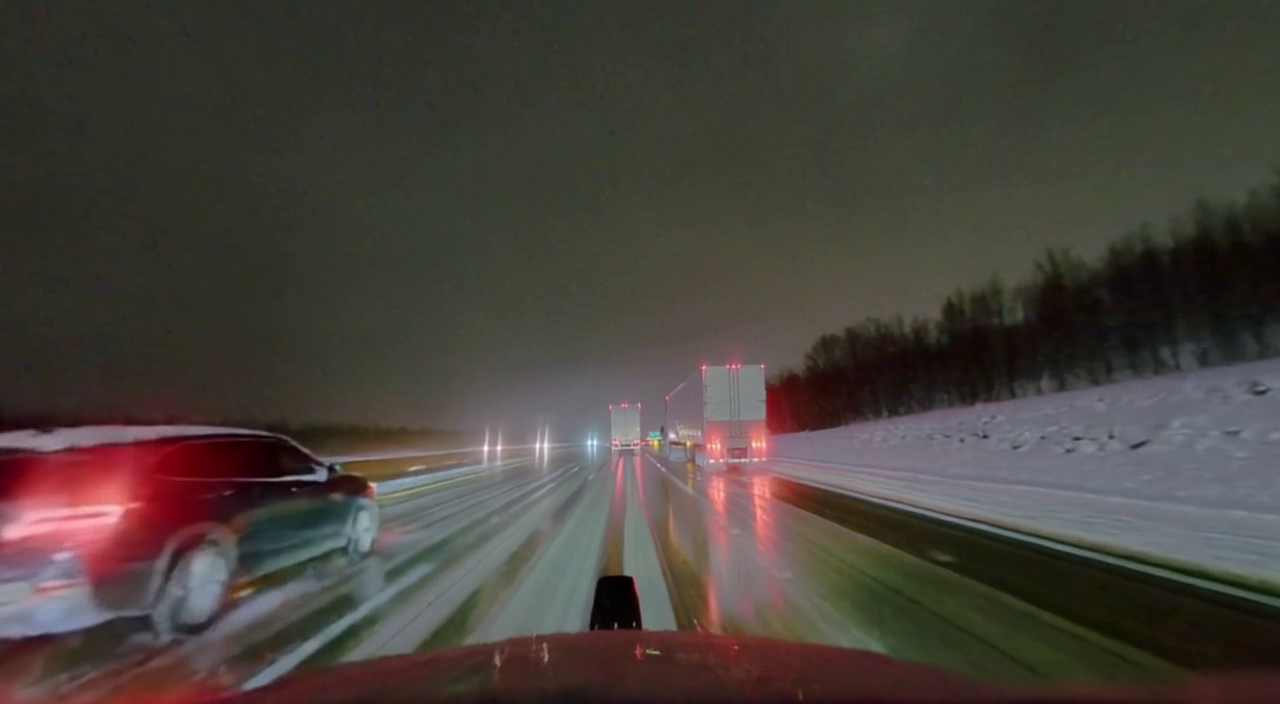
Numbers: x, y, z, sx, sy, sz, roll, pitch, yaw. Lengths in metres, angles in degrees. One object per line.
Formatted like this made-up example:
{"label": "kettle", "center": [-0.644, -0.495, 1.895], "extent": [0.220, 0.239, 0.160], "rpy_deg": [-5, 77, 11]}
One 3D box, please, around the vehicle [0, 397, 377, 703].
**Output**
{"label": "vehicle", "center": [-4.107, 1.231, 4.621], "extent": [2.208, 1.542, 5.138], "rpy_deg": [0, -8, -1]}

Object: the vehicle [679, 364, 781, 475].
{"label": "vehicle", "center": [3.516, 2.984, 27.073], "extent": [2.873, 3.998, 8.286], "rpy_deg": [0, -8, -2]}
